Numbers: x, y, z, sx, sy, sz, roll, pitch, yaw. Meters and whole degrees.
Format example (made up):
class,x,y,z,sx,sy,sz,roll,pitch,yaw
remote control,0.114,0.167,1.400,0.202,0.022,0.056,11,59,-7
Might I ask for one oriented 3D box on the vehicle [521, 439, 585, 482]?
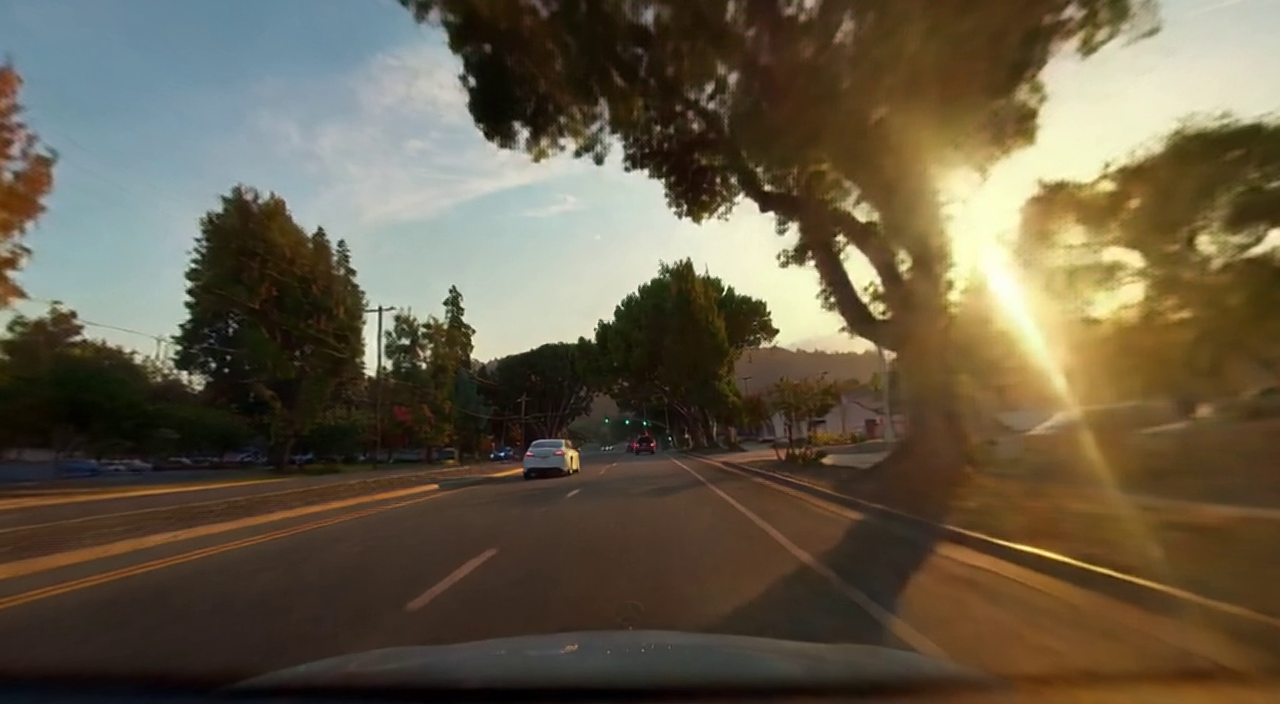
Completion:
class,x,y,z,sx,sy,sz,roll,pitch,yaw
vehicle,-3.544,4.525,26.530,1.914,1.630,4.351,-1,-8,2
